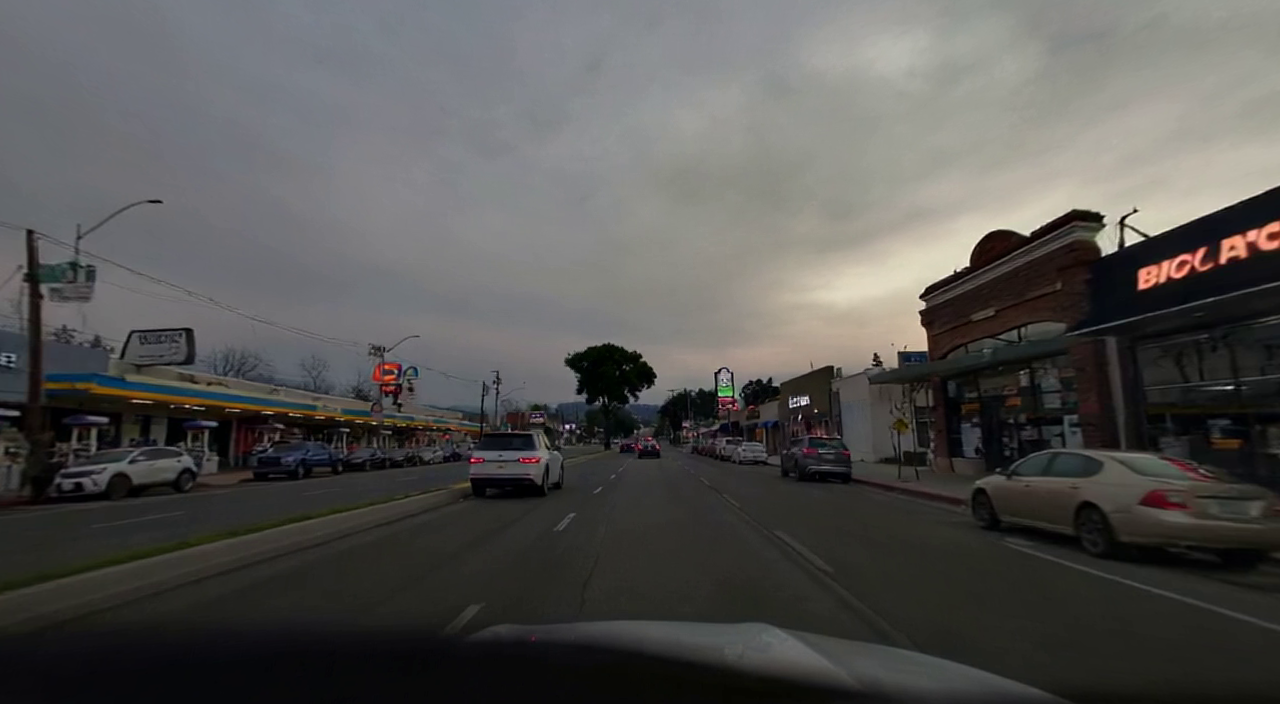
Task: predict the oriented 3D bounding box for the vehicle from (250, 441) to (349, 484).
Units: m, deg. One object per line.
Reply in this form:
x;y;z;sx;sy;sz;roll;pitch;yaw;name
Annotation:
-16.870;5.449;31.586;2.293;1.736;4.871;-2;-6;0;vehicle

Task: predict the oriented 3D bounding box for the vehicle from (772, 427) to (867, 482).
6.633;3.874;24.009;2.098;1.845;5.117;0;-8;0;vehicle

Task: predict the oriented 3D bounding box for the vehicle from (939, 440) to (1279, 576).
6.475;2.010;9.096;1.982;1.428;4.726;0;-8;0;vehicle

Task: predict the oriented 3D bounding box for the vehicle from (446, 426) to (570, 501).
-3.179;2.798;16.227;2.049;1.646;4.445;-1;-8;2;vehicle

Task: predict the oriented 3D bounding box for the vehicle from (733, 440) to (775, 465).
7.251;6.461;40.561;1.871;1.478;4.272;0;-8;0;vehicle

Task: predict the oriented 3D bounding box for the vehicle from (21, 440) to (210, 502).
-17.046;3.852;20.931;2.150;1.802;4.772;0;-8;-1;vehicle

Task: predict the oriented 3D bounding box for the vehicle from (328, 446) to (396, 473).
-16.850;6.525;38.494;1.984;1.494;4.815;0;-8;0;vehicle

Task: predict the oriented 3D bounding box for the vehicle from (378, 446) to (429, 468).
-16.756;7.455;44.931;1.788;1.475;4.737;0;-8;0;vehicle

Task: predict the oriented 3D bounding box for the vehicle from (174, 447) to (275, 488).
-17.164;4.749;26.224;1.816;1.564;3.442;0;-8;0;vehicle

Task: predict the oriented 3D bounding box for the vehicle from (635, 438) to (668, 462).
0.711;6.302;40.618;2.037;1.484;4.073;0;-8;0;vehicle
